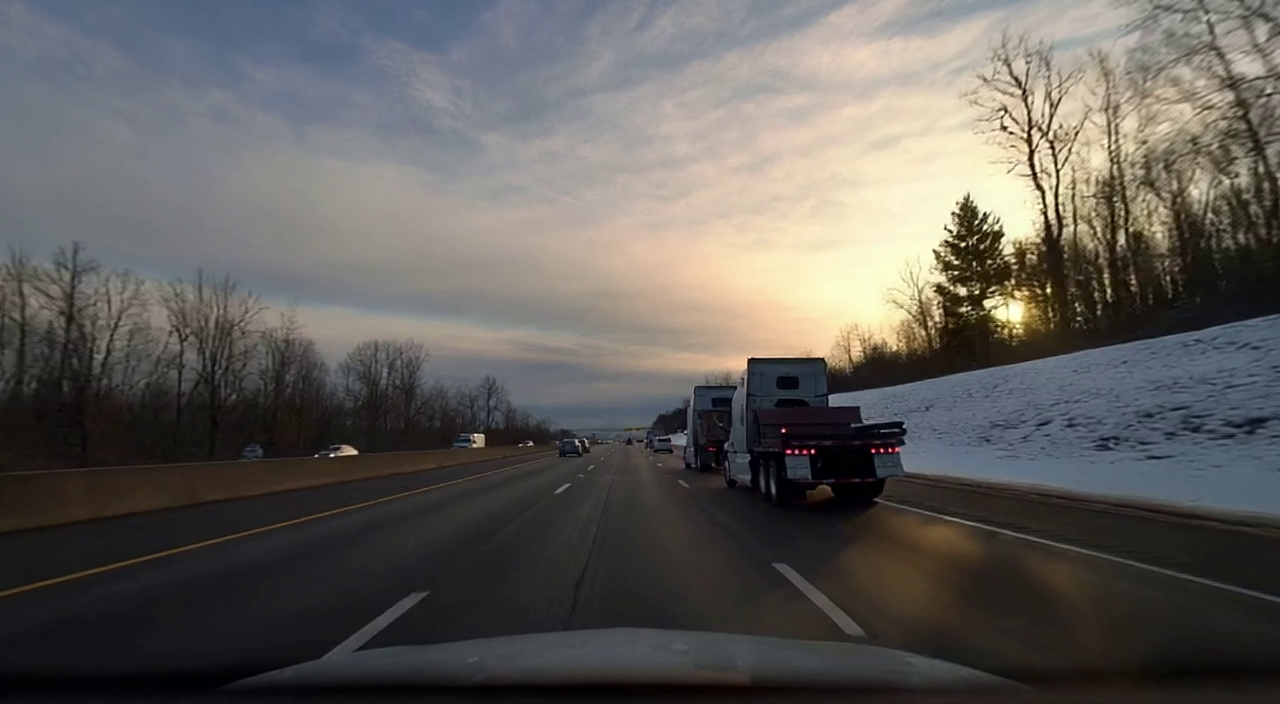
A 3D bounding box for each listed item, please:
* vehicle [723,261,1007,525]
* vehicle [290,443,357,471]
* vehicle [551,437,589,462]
[{"bbox_3d":[3.932,1.140,13.817,2.906,3.999,8.621,0,-8,-1],"label":"vehicle"},{"bbox_3d":[-19.848,6.583,39.675,1.893,1.584,4.596,0,-8,0],"label":"vehicle"},{"bbox_3d":[-4.431,6.214,40.227,2.017,1.484,4.088,0,-8,-1],"label":"vehicle"}]
